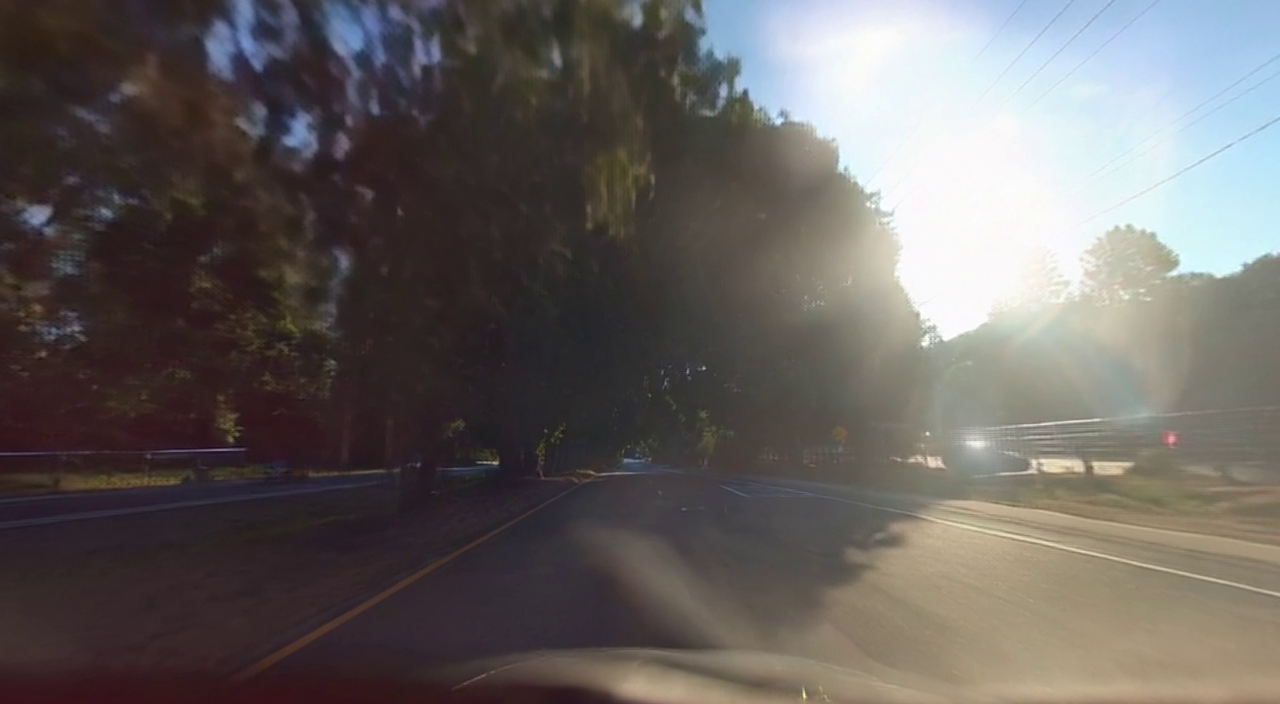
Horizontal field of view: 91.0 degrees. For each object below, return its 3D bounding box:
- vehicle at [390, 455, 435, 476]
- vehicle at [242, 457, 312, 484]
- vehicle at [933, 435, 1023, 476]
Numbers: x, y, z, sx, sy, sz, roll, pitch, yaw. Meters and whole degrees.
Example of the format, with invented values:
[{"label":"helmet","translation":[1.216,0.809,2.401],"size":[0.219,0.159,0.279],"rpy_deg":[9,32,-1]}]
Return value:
[{"label":"vehicle","translation":[-17.512,8.711,48.594],"size":[1.845,1.478,4.574],"rpy_deg":[1,-9,-1]},{"label":"vehicle","translation":[-25.431,8.279,44.304],"size":[2.005,1.708,4.760],"rpy_deg":[0,-9,1]},{"label":"vehicle","translation":[16.489,5.040,30.990],"size":[1.855,1.670,4.616],"rpy_deg":[-4,-7,1]}]
